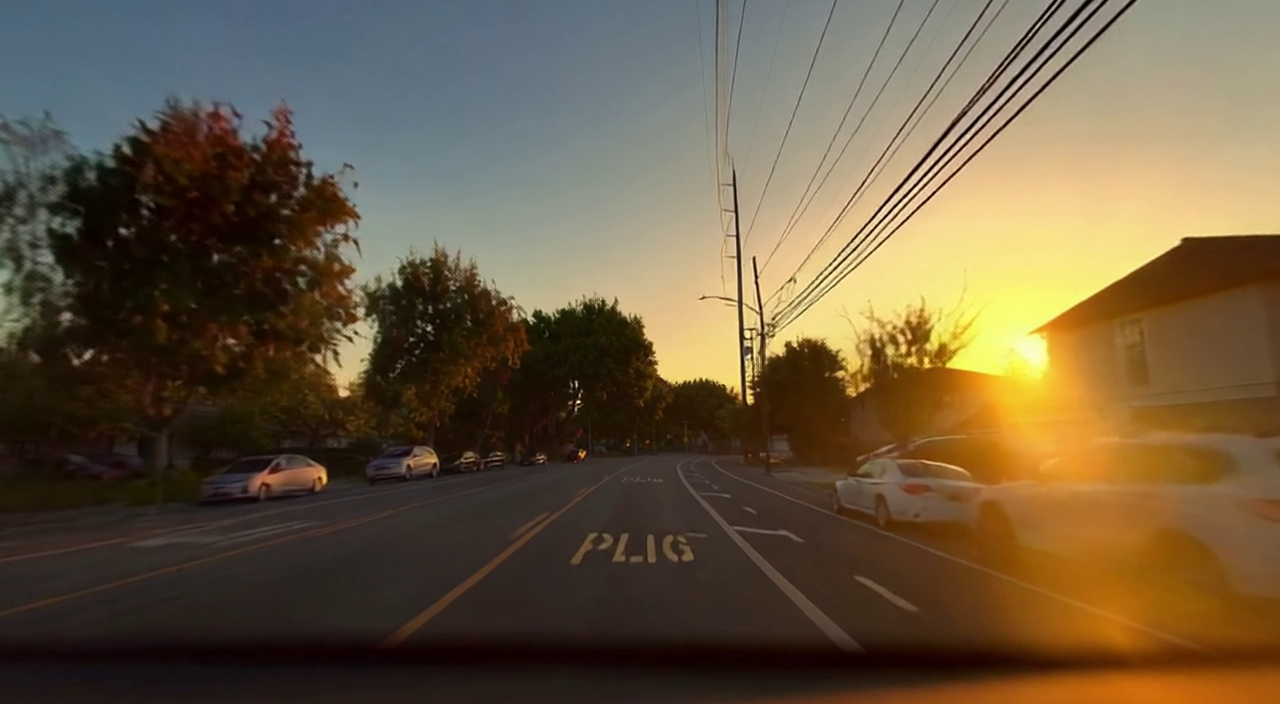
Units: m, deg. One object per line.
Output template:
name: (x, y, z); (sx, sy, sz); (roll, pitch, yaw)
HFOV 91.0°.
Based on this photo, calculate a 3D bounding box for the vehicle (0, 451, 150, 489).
vehicle: (-23.160, 4.807, 25.834); (4.326, 1.468, 2.025); (0, -9, 1)

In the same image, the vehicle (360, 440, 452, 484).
vehicle: (-11.527, 5.485, 31.541); (2.225, 1.887, 5.672); (-3, -9, 3)

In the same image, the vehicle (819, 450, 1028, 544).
vehicle: (5.148, 2.654, 12.287); (1.959, 1.439, 4.532); (0, -9, 0)

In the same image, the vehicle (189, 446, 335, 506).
vehicle: (-12.003, 3.968, 20.443); (1.907, 1.612, 4.594); (-3, -10, 0)

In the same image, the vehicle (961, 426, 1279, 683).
vehicle: (5.176, 1.537, 5.537); (2.009, 1.649, 5.156); (0, -9, 0)

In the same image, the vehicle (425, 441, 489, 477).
vehicle: (-11.166, 6.577, 38.800); (2.114, 1.925, 5.449); (-3, -9, 2)
